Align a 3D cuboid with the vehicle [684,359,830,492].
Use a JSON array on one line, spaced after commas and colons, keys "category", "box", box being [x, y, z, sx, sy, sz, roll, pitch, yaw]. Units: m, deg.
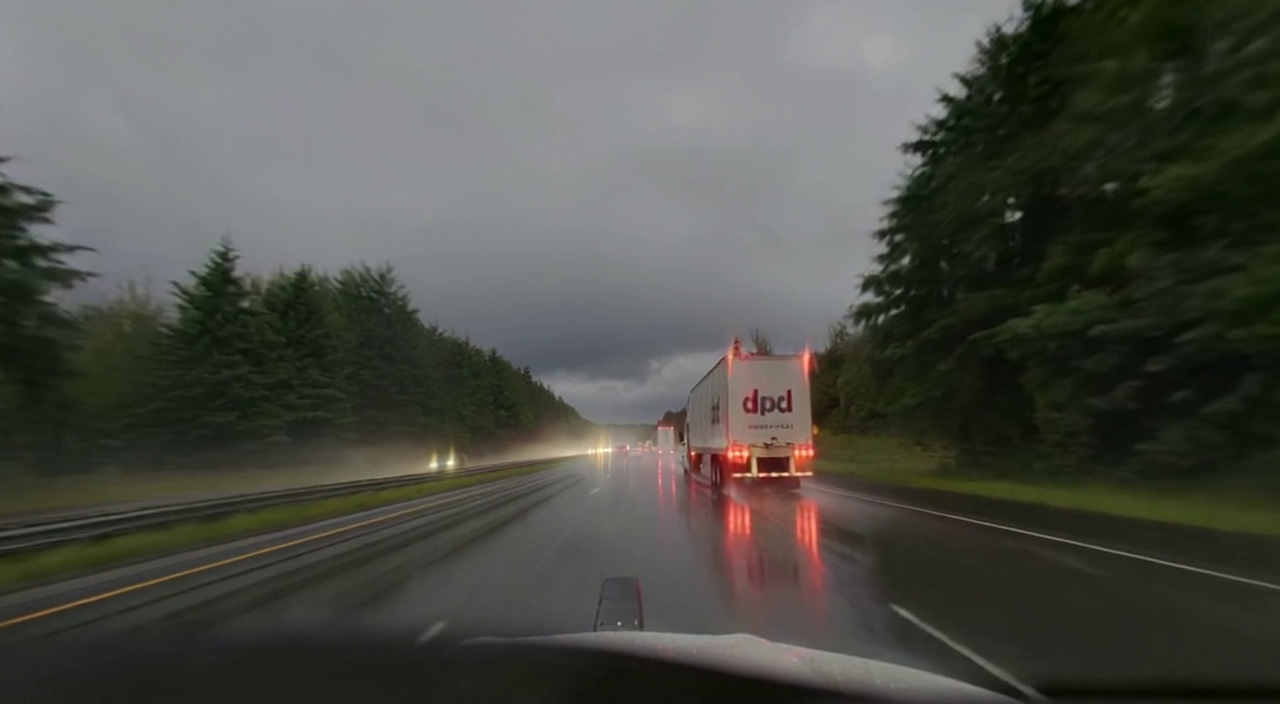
[{"category": "vehicle", "box": [4.005, 3.272, 25.968, 2.973, 4.007, 14.076, 0, -9, -1]}]
